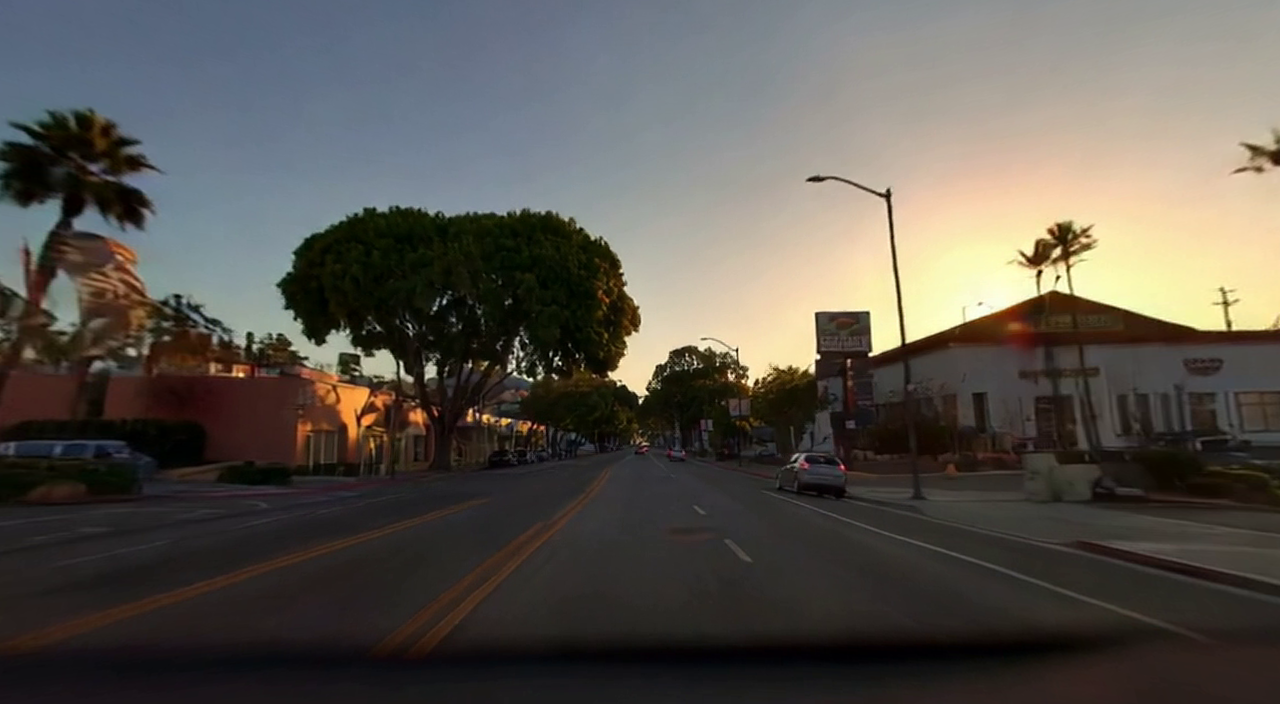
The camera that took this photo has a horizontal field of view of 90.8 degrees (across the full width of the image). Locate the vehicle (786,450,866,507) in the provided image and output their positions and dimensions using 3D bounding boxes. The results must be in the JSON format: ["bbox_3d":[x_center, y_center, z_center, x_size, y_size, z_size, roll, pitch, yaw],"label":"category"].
[{"bbox_3d":[5.742,3.805,19.568,2.067,1.477,4.653,-2,-9,16],"label":"vehicle"}]

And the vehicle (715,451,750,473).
[{"bbox_3d":[6.777,8.092,46.781,1.840,1.503,4.760,0,-8,-1],"label":"vehicle"}]
